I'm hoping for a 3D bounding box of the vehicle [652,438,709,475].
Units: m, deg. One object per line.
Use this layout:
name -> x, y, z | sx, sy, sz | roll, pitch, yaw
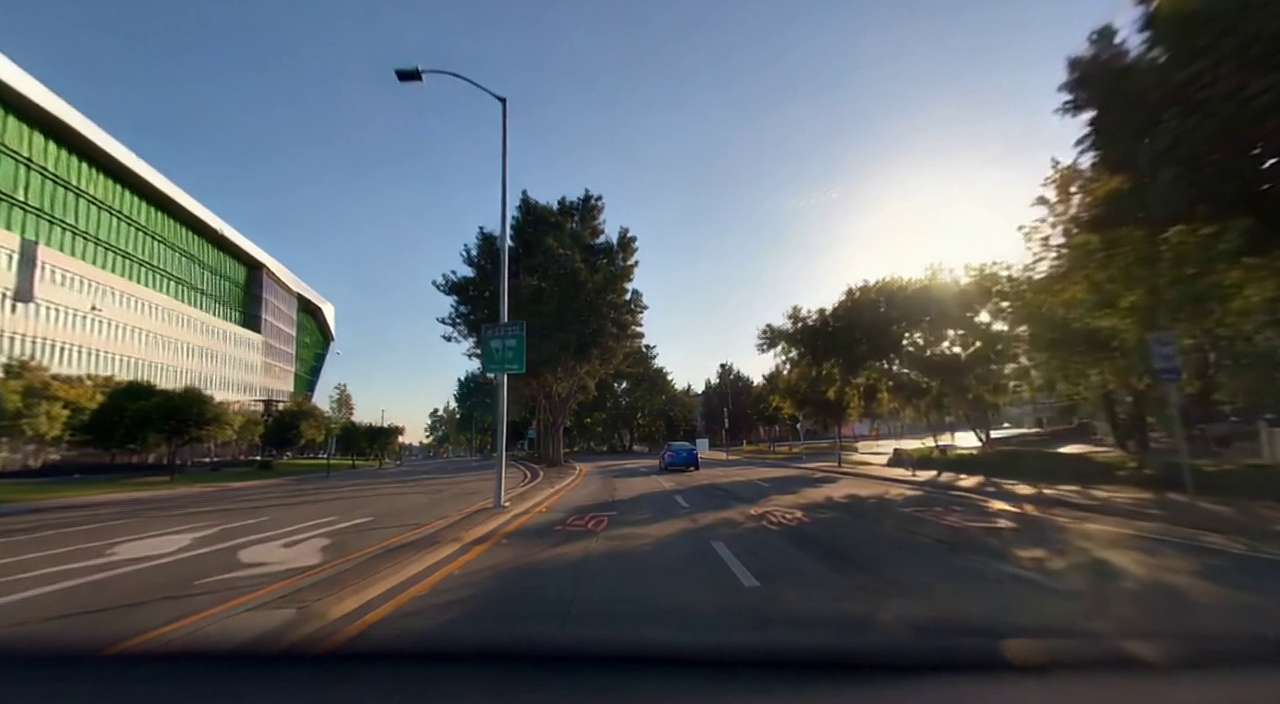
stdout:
vehicle -> 1.878, 5.045, 30.841 | 2.165, 1.633, 4.381 | 0, -8, -5
